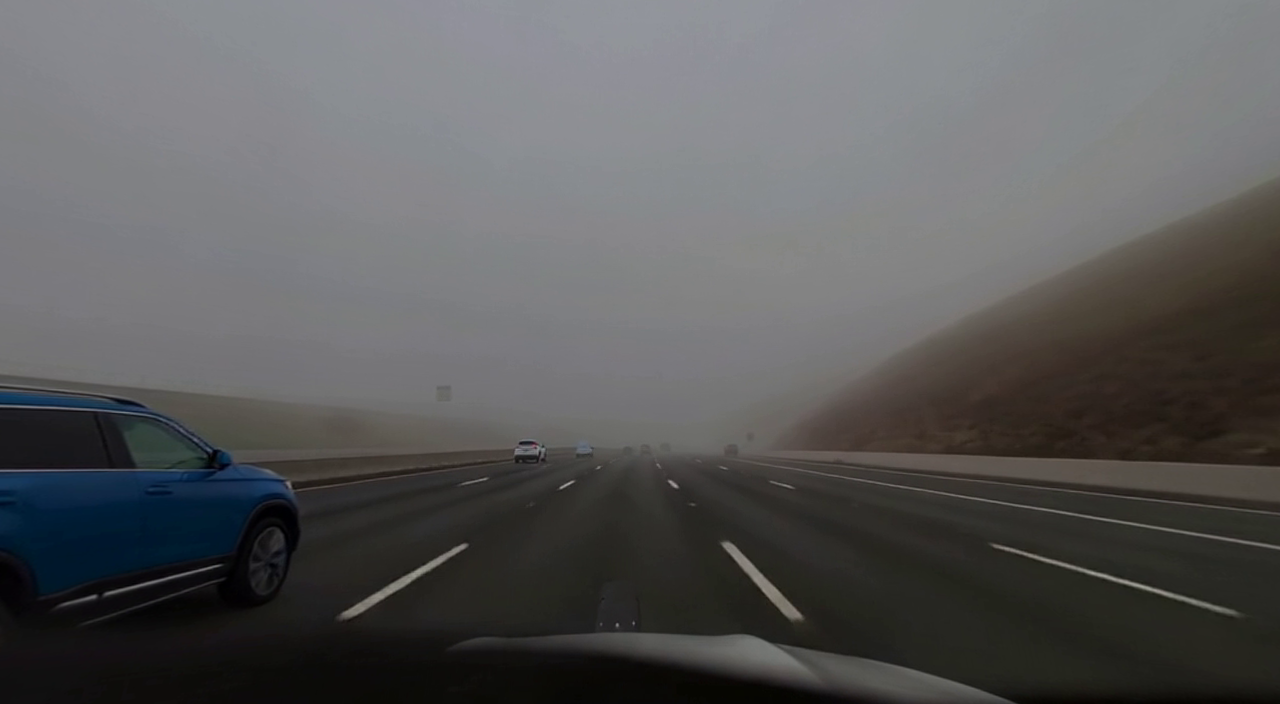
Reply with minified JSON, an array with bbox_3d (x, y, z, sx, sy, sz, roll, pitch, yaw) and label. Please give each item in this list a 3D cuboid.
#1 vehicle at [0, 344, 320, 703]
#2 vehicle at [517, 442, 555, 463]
[{"bbox_3d":[-3.665,0.867,2.825,2.047,1.715,4.689,0,-9,-1],"label":"vehicle"},{"bbox_3d":[-7.781,7.570,47.647,2.054,1.474,4.450,0,-9,1],"label":"vehicle"}]
